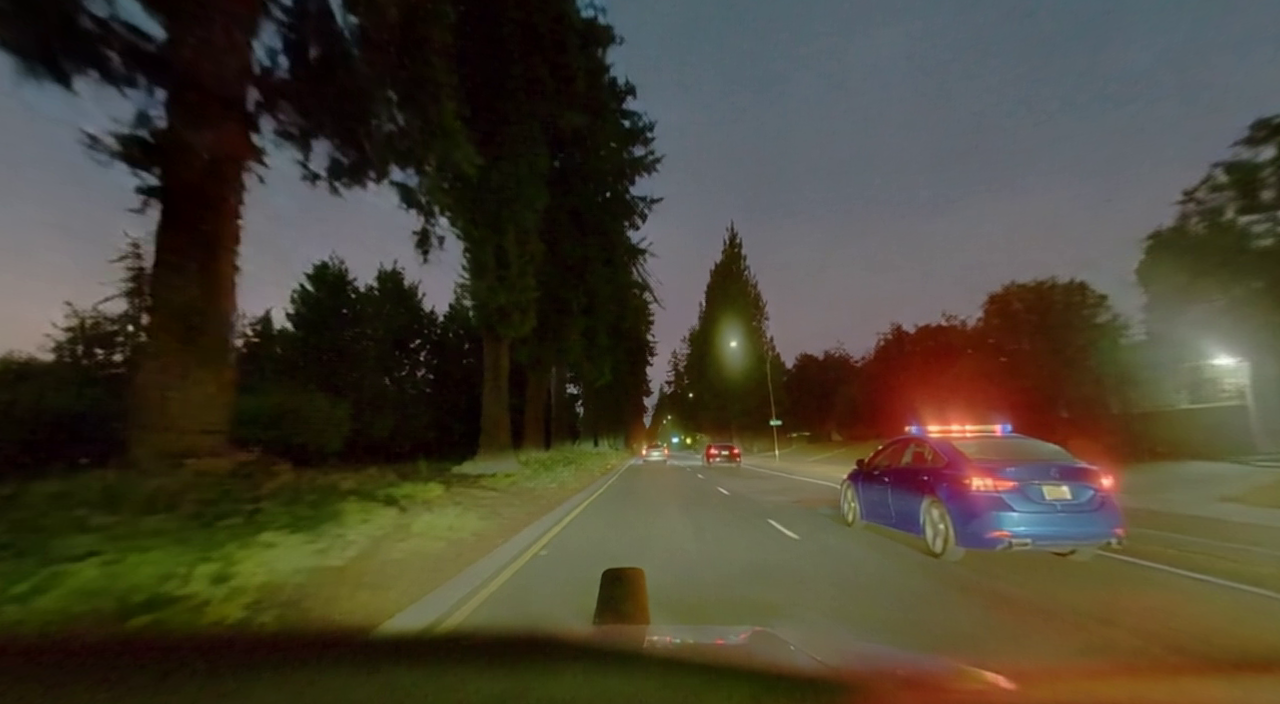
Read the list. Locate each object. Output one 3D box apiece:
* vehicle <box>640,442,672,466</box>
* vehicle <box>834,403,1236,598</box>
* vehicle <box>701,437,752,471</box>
[{"bbox_3d":[1.044,6.744,41.784,2.026,1.466,4.282,0,-8,1],"label":"vehicle"},{"bbox_3d":[4.007,1.566,7.483,2.052,1.639,4.123,0,-8,0],"label":"vehicle"},{"bbox_3d":[4.554,5.407,33.673,2.110,1.666,3.912,0,-8,0],"label":"vehicle"}]
